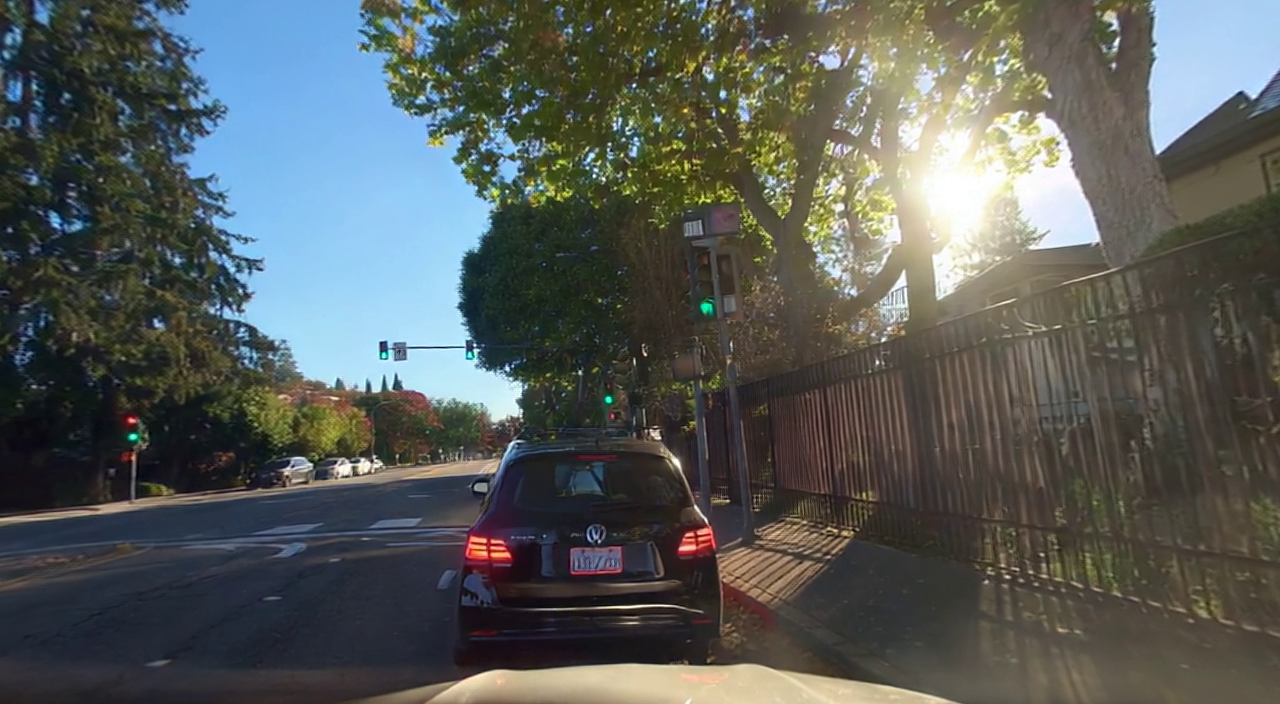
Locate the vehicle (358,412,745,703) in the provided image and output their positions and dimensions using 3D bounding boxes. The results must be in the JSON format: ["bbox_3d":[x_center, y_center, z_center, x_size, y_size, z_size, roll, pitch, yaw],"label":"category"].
[{"bbox_3d":[-0.721,1.358,5.247,2.024,1.502,3.702,1,-9,-9],"label":"vehicle"}]
